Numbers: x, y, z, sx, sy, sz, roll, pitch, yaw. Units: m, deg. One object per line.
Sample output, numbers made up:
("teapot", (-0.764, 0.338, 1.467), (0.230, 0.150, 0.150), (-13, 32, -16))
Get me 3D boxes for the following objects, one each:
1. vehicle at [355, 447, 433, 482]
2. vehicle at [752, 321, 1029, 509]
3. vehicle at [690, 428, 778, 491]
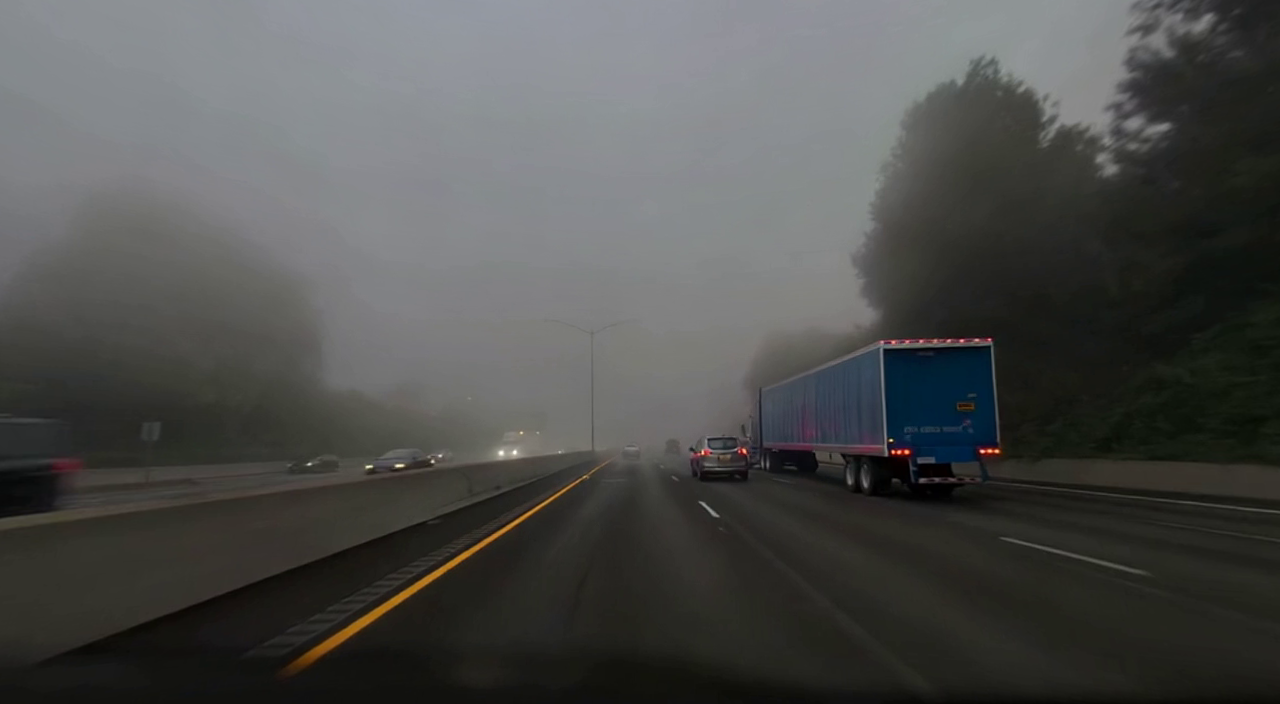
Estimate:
("vehicle", (-11.214, 5.128, 29.153), (1.904, 1.438, 4.257), (0, -9, -1))
("vehicle", (6.683, 2.408, 21.007), (2.864, 4.060, 14.637), (0, -9, -2))
("vehicle", (2.778, 3.321, 19.768), (1.973, 1.710, 4.476), (0, -9, -1))
